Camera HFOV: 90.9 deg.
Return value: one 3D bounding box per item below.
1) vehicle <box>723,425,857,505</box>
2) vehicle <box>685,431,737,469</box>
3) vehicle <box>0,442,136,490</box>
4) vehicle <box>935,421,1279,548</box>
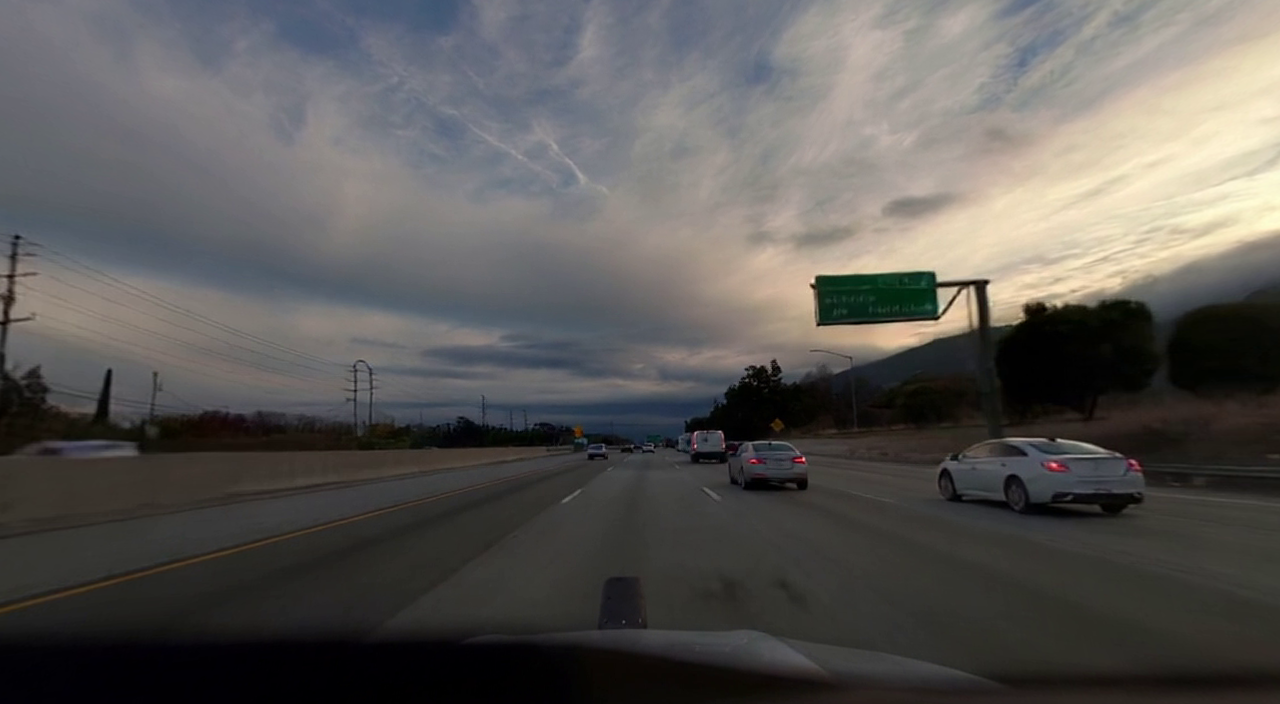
[{"bbox_3d":[3.427,2.693,15.447,2.146,1.639,4.475,0,-8,-1],"label":"vehicle"},{"bbox_3d":[4.040,5.680,36.833,2.442,2.022,5.466,-1,-8,0],"label":"vehicle"},{"bbox_3d":[-22.299,4.272,24.086,2.015,1.591,4.872,-1,-8,1],"label":"vehicle"},{"bbox_3d":[6.949,1.972,10.191,1.988,1.518,4.856,-1,-8,0],"label":"vehicle"}]
